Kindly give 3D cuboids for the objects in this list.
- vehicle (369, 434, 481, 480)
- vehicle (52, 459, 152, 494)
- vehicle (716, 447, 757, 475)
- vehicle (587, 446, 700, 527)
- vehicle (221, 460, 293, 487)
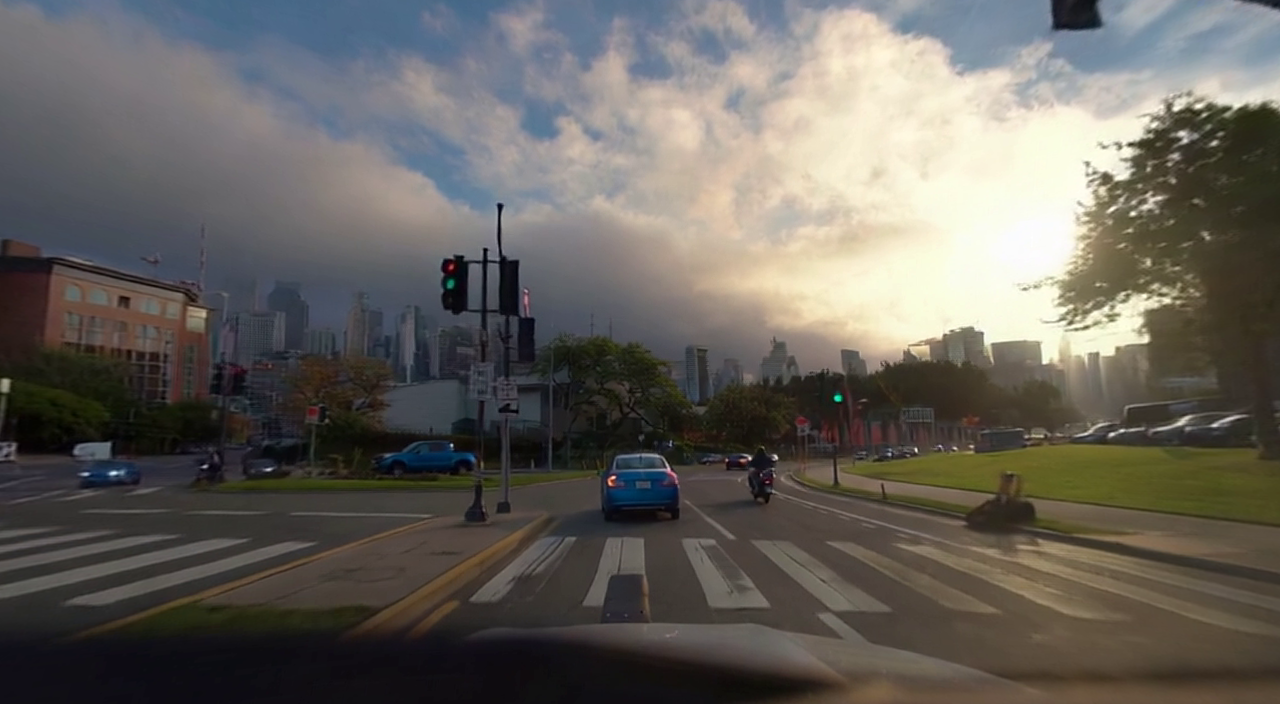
[{"bbox_3d":[-14.062,6.923,41.925,2.287,2.780,7.166,-6,-10,31],"label":"vehicle"},{"bbox_3d":[-22.560,5.206,26.509,1.433,1.269,2.779,-5,-9,26],"label":"vehicle"},{"bbox_3d":[6.646,7.348,42.836,2.212,1.790,4.768,-3,-9,15],"label":"vehicle"},{"bbox_3d":[0.010,2.826,13.847,2.118,1.480,3.949,0,-9,-1],"label":"vehicle"},{"bbox_3d":[-19.246,6.090,31.759,1.259,1.181,2.744,-6,-10,30],"label":"vehicle"}]
